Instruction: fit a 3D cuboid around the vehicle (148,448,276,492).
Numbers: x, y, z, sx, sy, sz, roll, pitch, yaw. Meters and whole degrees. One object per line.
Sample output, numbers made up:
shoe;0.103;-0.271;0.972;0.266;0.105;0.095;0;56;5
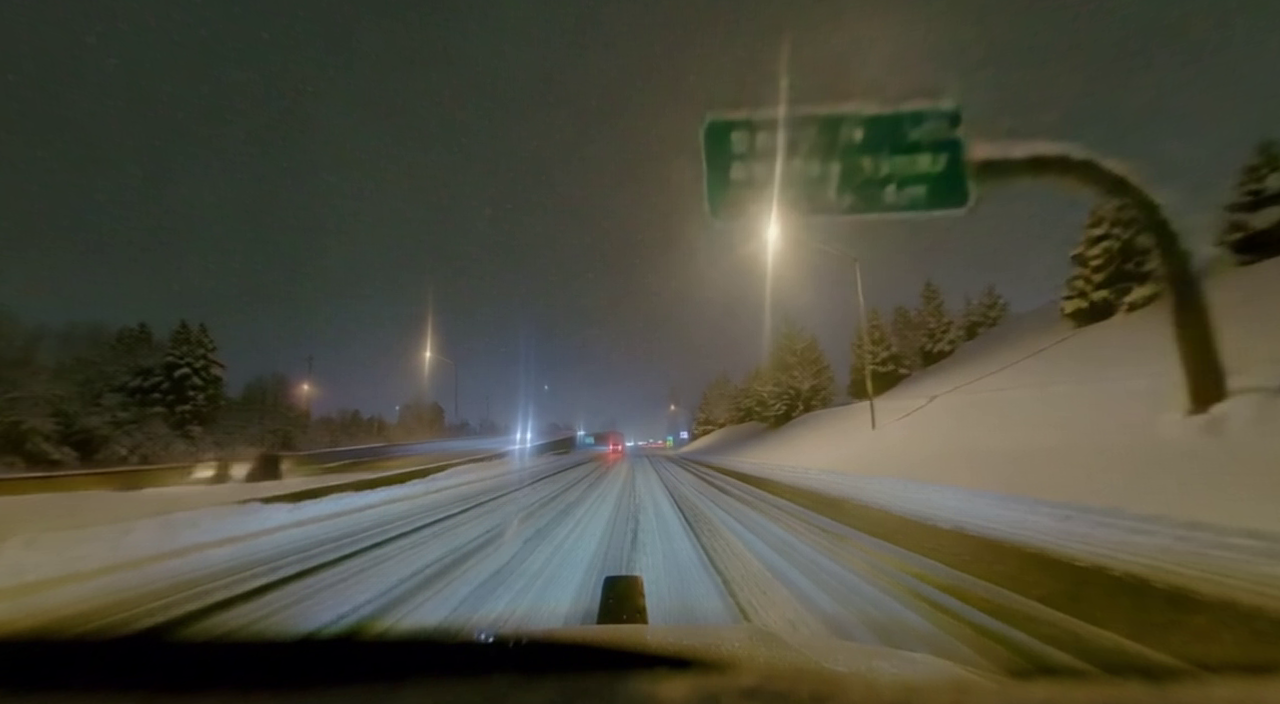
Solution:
vehicle;-16.321;4.484;24.345;1.854;1.472;4.283;-1;-8;1
